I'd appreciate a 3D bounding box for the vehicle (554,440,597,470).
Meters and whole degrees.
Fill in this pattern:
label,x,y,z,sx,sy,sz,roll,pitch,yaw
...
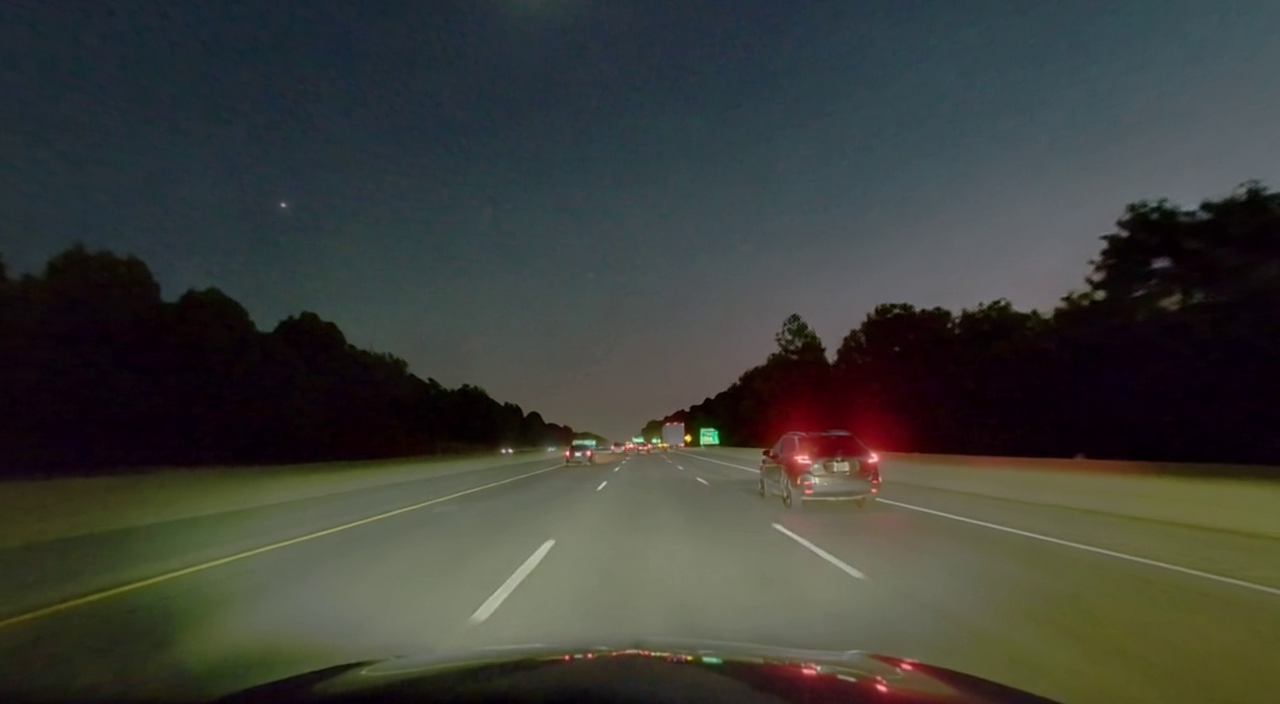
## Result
label,x,y,z,sx,sy,sz,roll,pitch,yaw
vehicle,-3.580,5.810,35.738,2.025,1.571,3.662,0,-9,0
